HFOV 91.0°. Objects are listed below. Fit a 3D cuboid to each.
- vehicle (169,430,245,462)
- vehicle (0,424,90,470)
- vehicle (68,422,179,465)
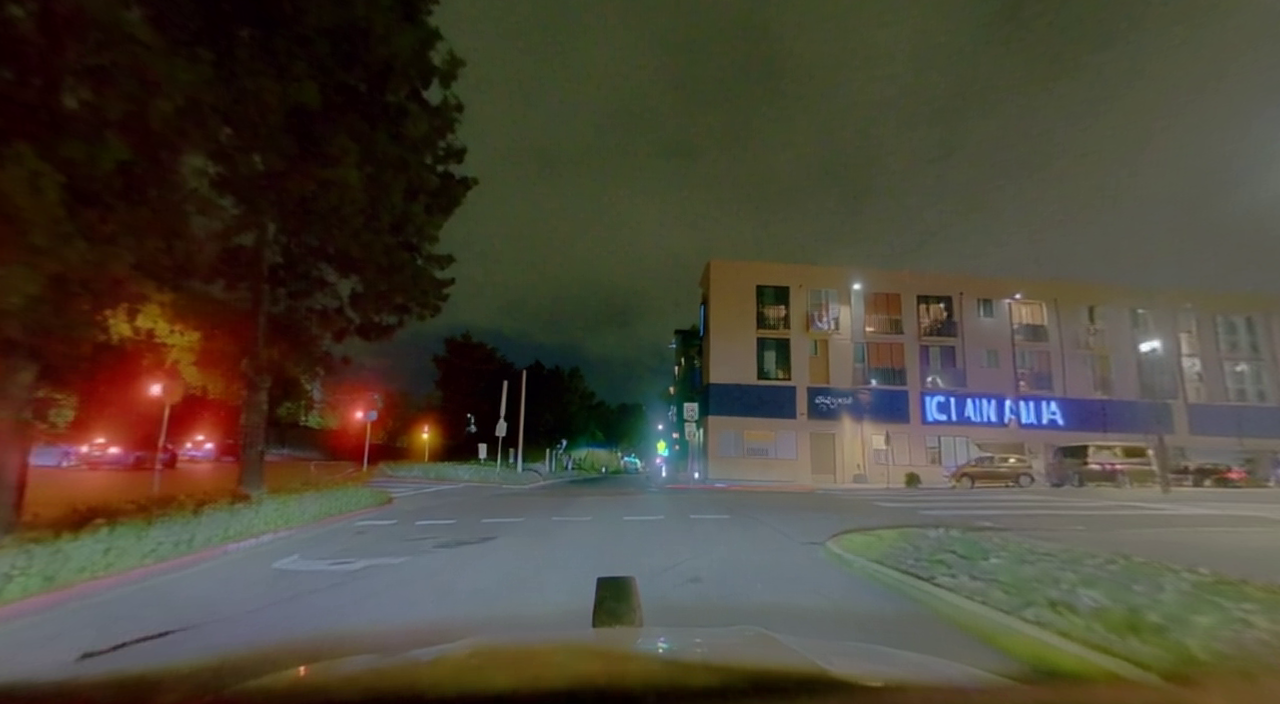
[{"bbox_3d":[-25.822,5.595,37.692,1.870,1.563,4.039,2,-5,-5],"label":"vehicle"},{"bbox_3d":[-22.291,3.384,22.460,1.838,1.518,4.074,0,-8,-5],"label":"vehicle"},{"bbox_3d":[-22.514,4.085,27.640,1.675,1.587,3.980,-1,-11,-5],"label":"vehicle"}]
